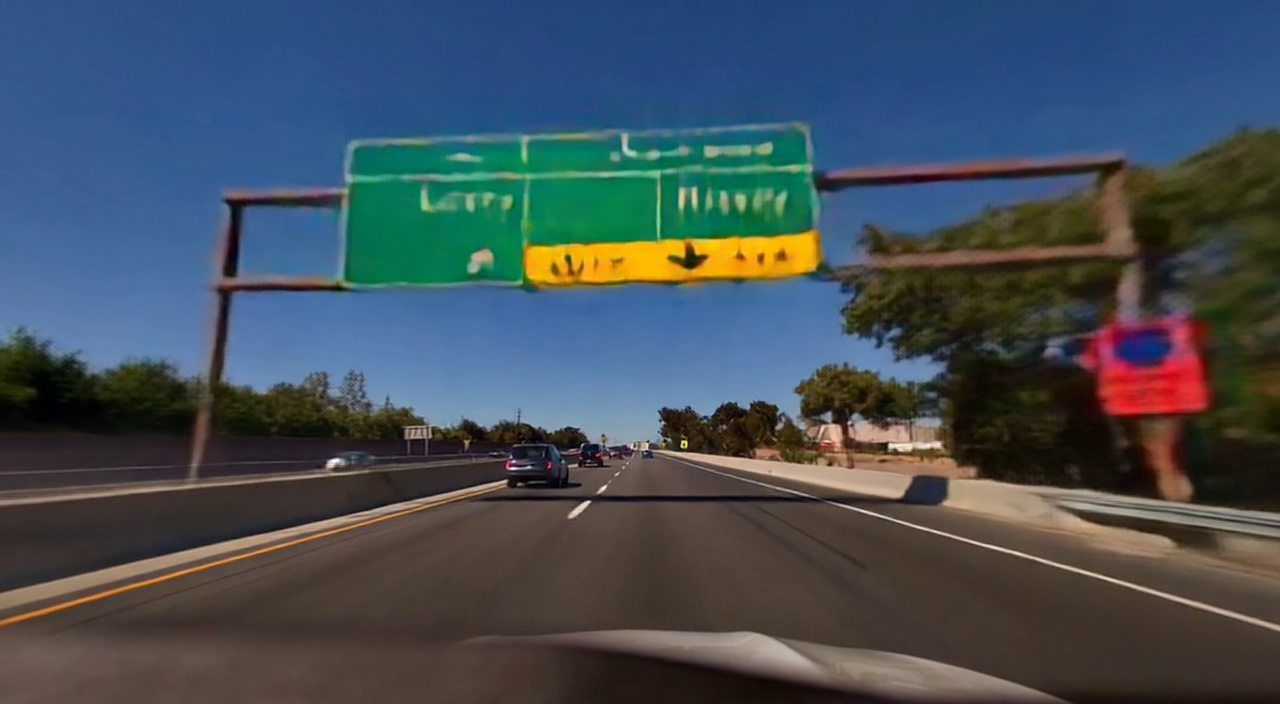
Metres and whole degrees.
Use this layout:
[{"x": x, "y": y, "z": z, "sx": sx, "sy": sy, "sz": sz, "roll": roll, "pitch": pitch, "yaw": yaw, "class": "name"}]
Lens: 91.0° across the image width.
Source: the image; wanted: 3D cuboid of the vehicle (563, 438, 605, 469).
[{"x": -3.458, "y": 6.357, "z": 39.492, "sx": 2.177, "sy": 1.852, "sz": 4.427, "roll": 0, "pitch": -9, "yaw": 1, "class": "vehicle"}]

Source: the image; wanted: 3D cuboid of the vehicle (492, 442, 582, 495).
[{"x": -3.191, "y": 3.725, "z": 20.537, "sx": 2.044, "sy": 1.527, "sz": 4.607, "roll": 0, "pitch": -9, "yaw": 1, "class": "vehicle"}]
